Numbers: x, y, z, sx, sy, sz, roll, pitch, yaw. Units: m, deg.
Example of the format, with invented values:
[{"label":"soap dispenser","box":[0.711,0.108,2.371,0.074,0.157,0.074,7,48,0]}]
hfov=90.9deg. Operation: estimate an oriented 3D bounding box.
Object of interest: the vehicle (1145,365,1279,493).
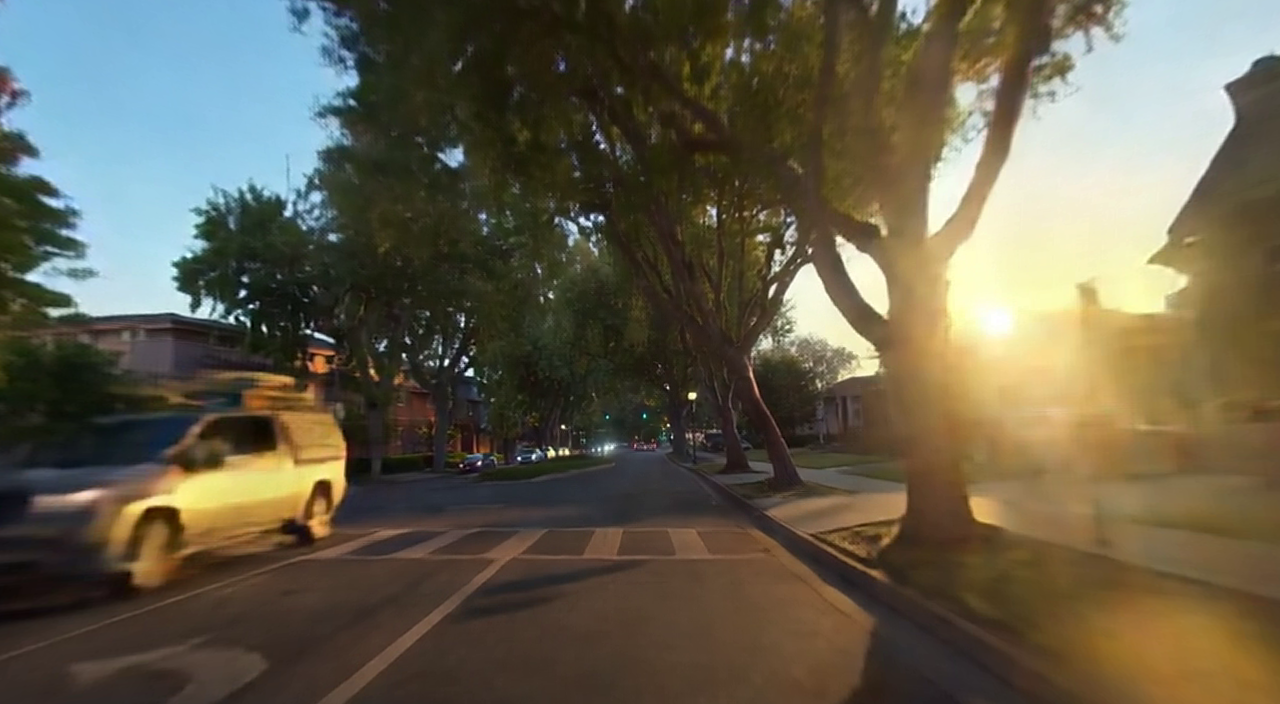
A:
[{"label":"vehicle","box":[10.941,1.253,10.179,1.967,1.749,4.389,4,-14,2]}]

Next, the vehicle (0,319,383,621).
[{"label":"vehicle","box":[-6.052,1.481,8.784,2.303,2.760,5.868,0,-8,1]}]

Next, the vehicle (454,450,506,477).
[{"label":"vehicle","box":[-9.771,6.808,38.828,1.892,1.484,4.576,0,-8,1]}]
